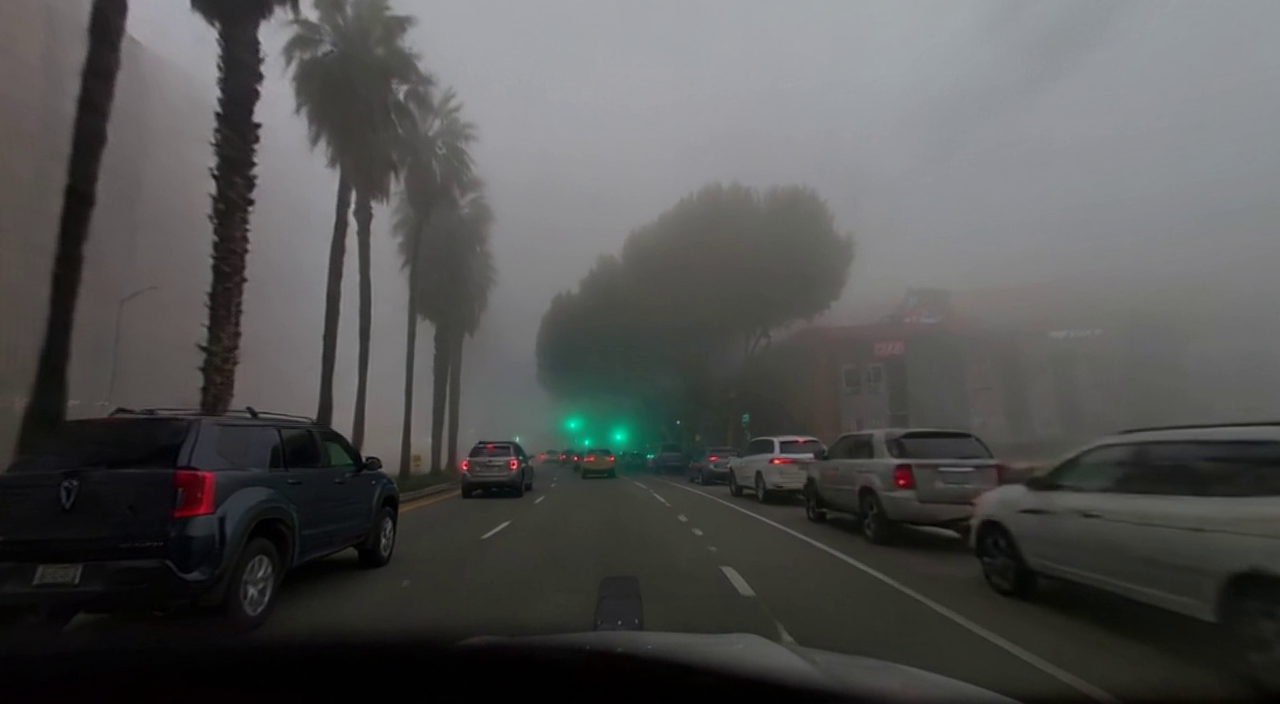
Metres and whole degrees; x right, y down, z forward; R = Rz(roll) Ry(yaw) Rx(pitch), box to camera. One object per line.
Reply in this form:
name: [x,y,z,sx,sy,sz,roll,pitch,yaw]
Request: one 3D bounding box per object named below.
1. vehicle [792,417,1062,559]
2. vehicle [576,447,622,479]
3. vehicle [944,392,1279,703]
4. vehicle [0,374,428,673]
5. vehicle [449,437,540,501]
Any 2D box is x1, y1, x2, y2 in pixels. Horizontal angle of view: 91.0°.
vehicle: [3.982,1.978,9.888,1.895,1.663,4.732,0,-9,-1]
vehicle: [-2.128,5.563,31.770,2.036,1.461,3.890,1,-9,-7]
vehicle: [4.091,1.155,4.147,1.773,1.584,4.553,0,-9,-2]
vehicle: [-3.669,1.357,5.982,1.800,1.797,4.224,0,-9,0]
vehicle: [-4.352,3.556,19.548,2.014,1.740,4.392,0,-9,-3]
